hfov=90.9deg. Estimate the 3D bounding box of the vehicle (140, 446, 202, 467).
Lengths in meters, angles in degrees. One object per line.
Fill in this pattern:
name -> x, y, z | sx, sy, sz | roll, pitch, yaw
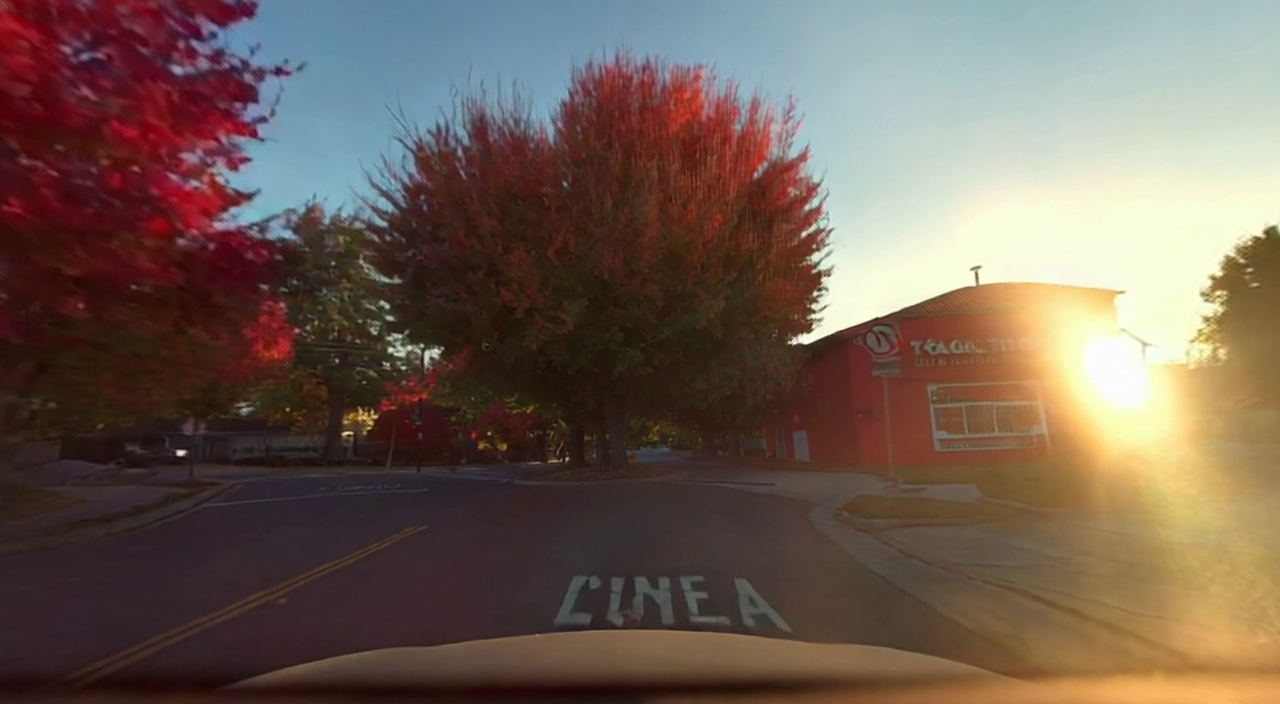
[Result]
vehicle -> -34.929, 7.810, 47.012 | 3.362, 1.404, 1.588 | -2, -8, 0
